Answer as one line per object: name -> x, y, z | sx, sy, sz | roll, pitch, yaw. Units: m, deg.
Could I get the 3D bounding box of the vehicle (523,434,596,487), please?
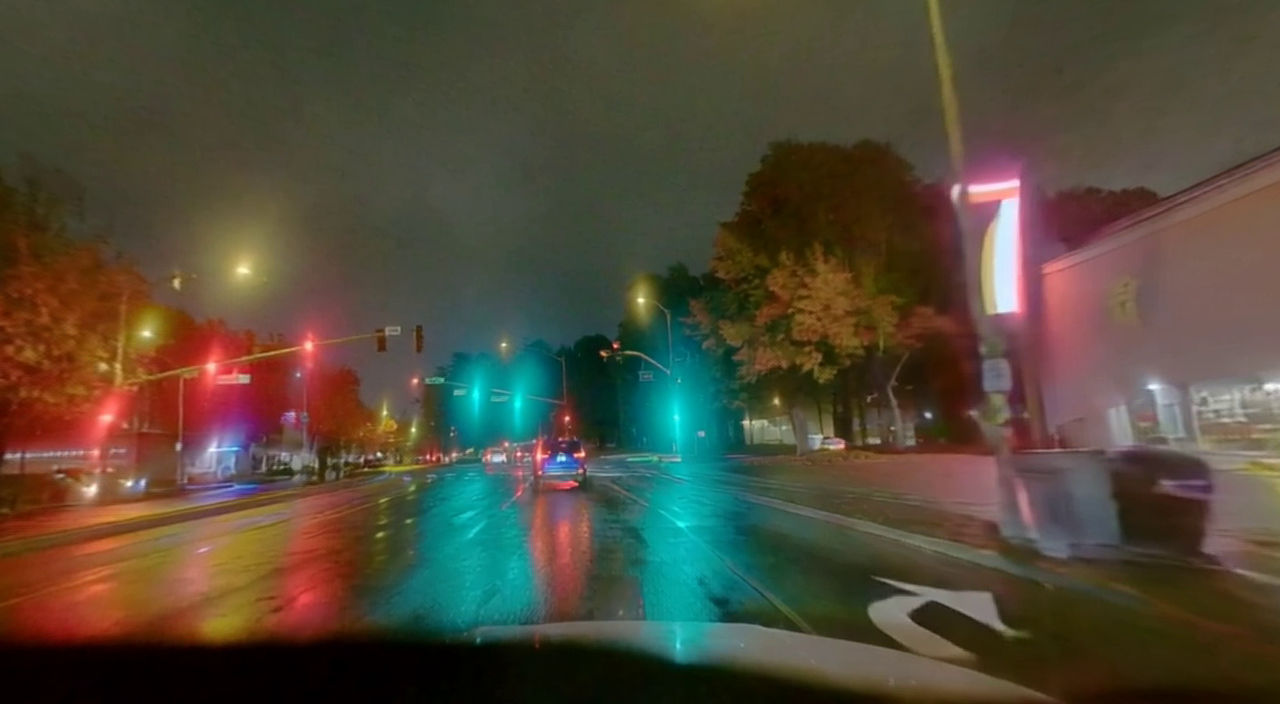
vehicle -> -3.045, 3.948, 23.286 | 2.227, 1.733, 3.930 | 2, -9, -13

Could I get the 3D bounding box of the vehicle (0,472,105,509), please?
vehicle -> -29.619, 6.733, 30.757 | 4.804, 1.544, 2.244 | 2, -9, -17

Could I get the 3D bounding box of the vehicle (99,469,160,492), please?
vehicle -> -39.521, 9.951, 49.034 | 2.004, 1.479, 4.230 | 2, -9, -14

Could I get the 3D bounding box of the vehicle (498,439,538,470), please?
vehicle -> -8.332, 6.902, 42.811 | 2.067, 1.947, 4.628 | 2, -9, -18
